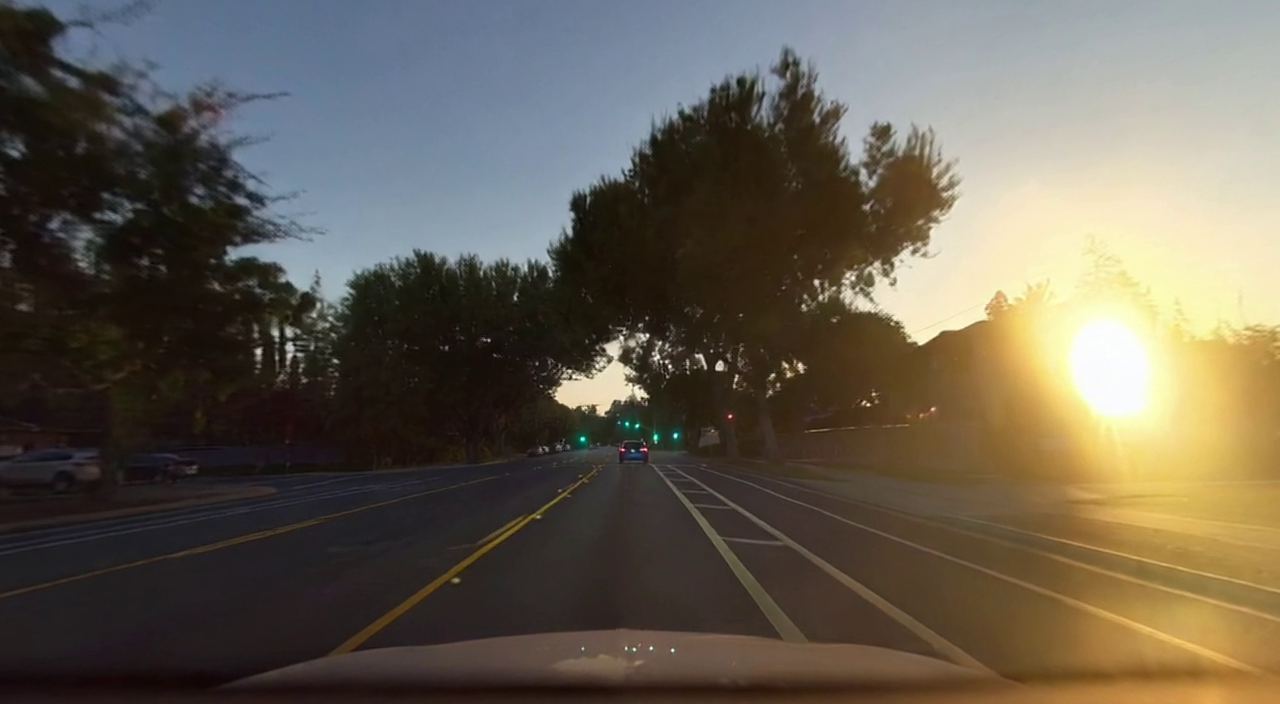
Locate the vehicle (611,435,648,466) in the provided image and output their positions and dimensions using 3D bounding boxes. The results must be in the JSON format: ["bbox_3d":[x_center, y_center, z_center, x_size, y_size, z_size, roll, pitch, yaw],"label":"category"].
[{"bbox_3d":[-0.645,6.166,39.645,2.230,1.827,4.298,0,-8,0],"label":"vehicle"}]

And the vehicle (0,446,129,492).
[{"bbox_3d":[-22.090,4.328,23.619,4.241,1.601,1.970,0,-8,1],"label":"vehicle"}]

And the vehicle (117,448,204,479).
[{"bbox_3d":[-24.792,5.756,32.841,1.830,1.467,4.270,2,-8,-11],"label":"vehicle"}]
